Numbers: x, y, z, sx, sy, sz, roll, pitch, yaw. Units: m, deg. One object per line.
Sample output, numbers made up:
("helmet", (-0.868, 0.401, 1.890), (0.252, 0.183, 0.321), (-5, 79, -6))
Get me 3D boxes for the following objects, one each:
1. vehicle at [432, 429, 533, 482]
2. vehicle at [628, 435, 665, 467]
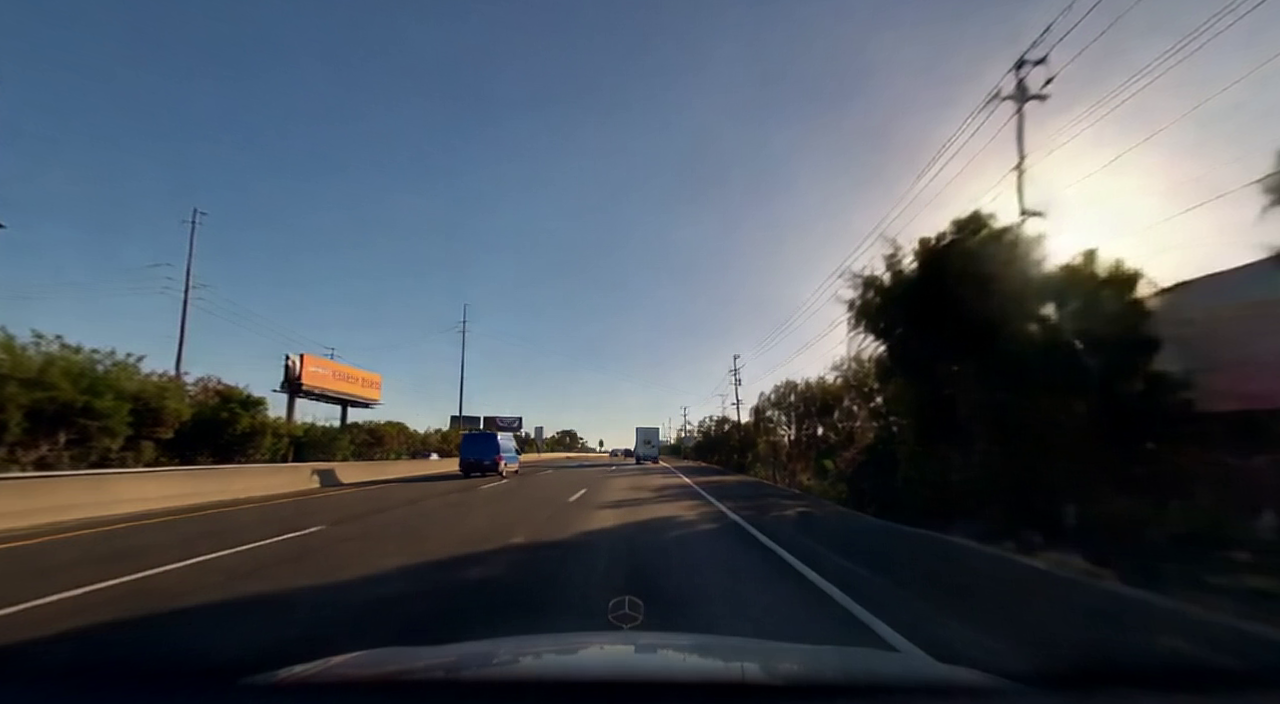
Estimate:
("vehicle", (-6.848, 4.630, 28.479), (2.695, 2.084, 6.836), (0, -8, 1))
("vehicle", (0.473, 7.511, 47.918), (2.692, 2.279, 5.695), (0, -8, 0))
